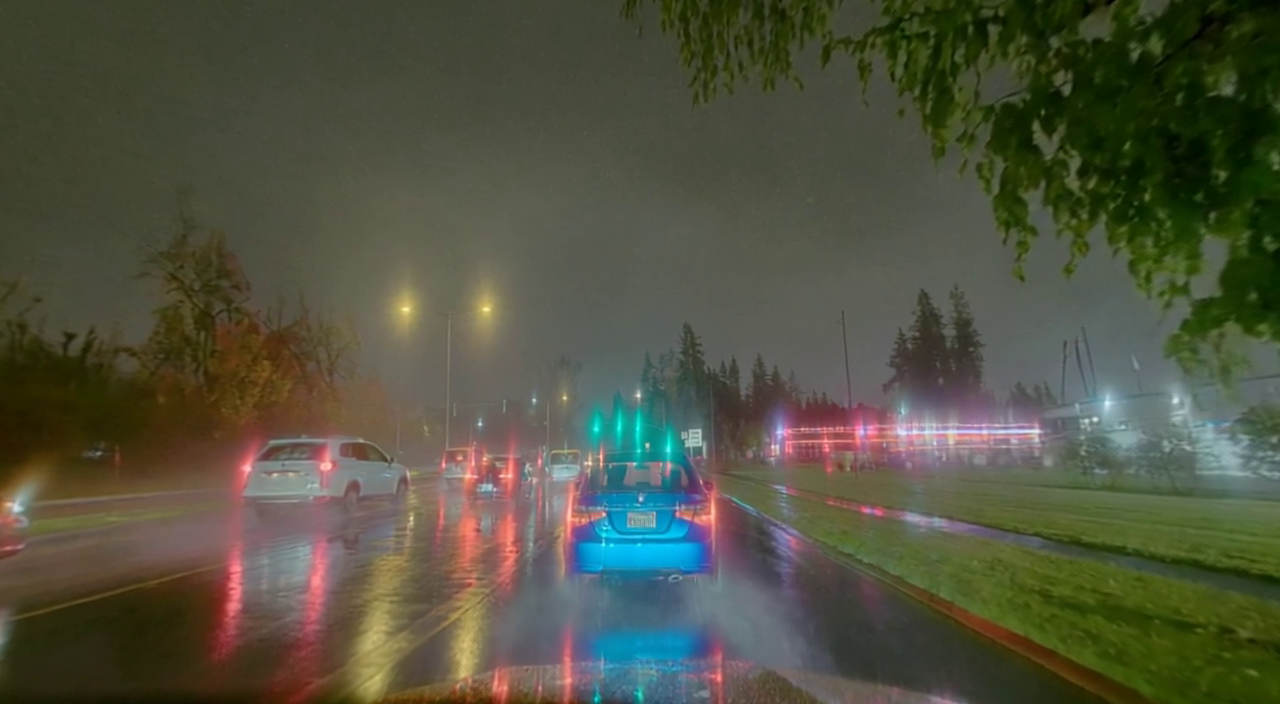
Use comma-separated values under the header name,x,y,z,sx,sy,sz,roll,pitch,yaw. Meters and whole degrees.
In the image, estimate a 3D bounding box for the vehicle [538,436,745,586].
name,x,y,z,sx,sy,sz,roll,pitch,yaw
vehicle,0.056,1.906,8.397,2.091,1.494,3.962,0,-9,1

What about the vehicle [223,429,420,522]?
name,x,y,z,sx,sy,sz,roll,pitch,yaw
vehicle,-6.955,2.731,14.491,2.032,1.767,4.549,0,-9,2

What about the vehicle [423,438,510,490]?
name,x,y,z,sx,sy,sz,roll,pitch,yaw
vehicle,-6.793,4.425,25.261,2.130,1.900,4.470,0,-9,1
